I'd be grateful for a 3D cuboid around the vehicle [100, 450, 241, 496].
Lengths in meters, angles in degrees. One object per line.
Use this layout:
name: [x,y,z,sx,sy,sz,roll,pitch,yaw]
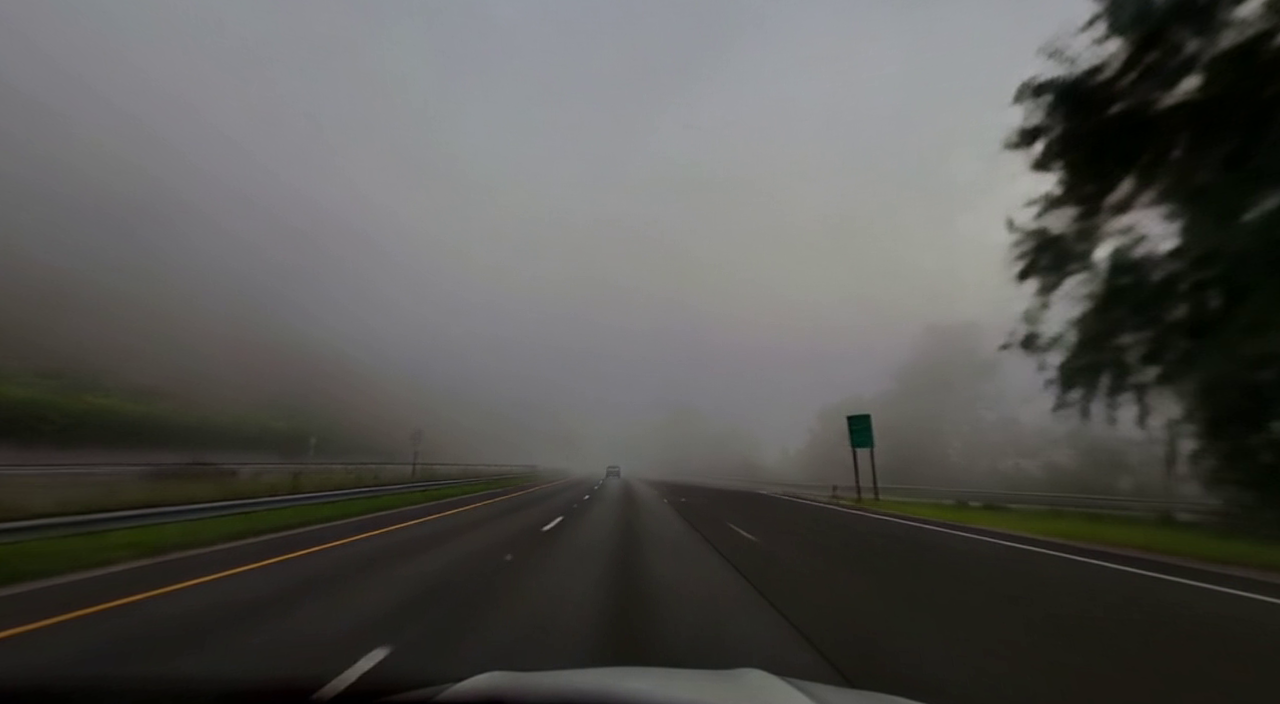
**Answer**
vehicle: [-16.920,4.390,23.022,1.936,1.481,4.151,1,-10,-1]
